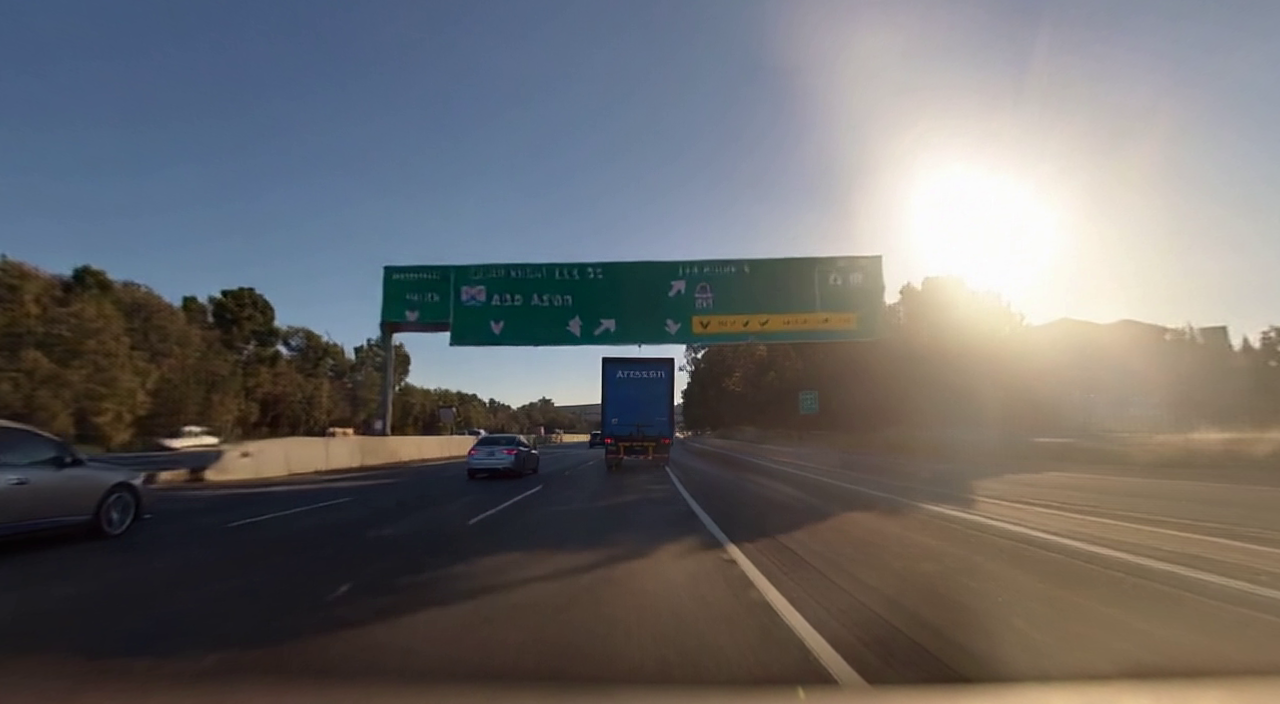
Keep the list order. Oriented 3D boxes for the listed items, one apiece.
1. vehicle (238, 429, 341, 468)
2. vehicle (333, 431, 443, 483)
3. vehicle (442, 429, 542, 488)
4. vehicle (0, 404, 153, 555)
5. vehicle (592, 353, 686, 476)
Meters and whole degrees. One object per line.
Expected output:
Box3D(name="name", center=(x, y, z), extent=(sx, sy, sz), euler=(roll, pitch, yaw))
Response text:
Box3D(name="vehicle", center=(-16.236, 4.501, 29.490), extent=(1.985, 1.617, 4.870), euler=(-2, -8, 1))
Box3D(name="vehicle", center=(-8.084, 3.375, 20.611), extent=(1.943, 1.500, 4.011), euler=(0, -8, -1))
Box3D(name="vehicle", center=(-4.097, 2.993, 18.113), extent=(1.933, 1.492, 3.838), euler=(0, -8, 0))
Box3D(name="vehicle", center=(-8.081, 1.426, 7.038), extent=(1.990, 1.654, 4.129), euler=(0, -8, -1))
Box3D(name="vehicle", center=(-0.176, 2.789, 26.404), extent=(3.118, 4.106, 10.719), euler=(0, -8, -2))
